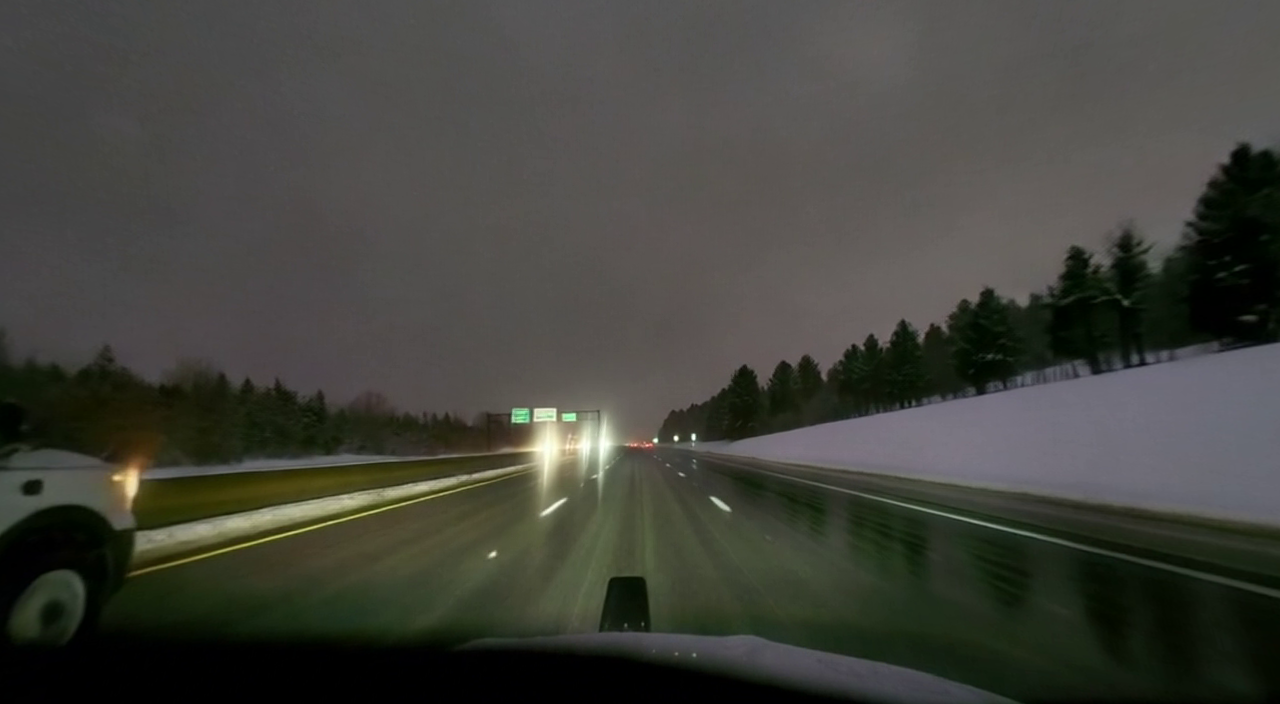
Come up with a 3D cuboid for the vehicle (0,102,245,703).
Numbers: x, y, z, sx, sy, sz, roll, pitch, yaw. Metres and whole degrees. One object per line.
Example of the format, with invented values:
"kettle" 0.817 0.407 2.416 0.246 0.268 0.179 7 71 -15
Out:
"vehicle" -3.841 0.001 0.634 2.443 2.586 6.701 0 -8 0
